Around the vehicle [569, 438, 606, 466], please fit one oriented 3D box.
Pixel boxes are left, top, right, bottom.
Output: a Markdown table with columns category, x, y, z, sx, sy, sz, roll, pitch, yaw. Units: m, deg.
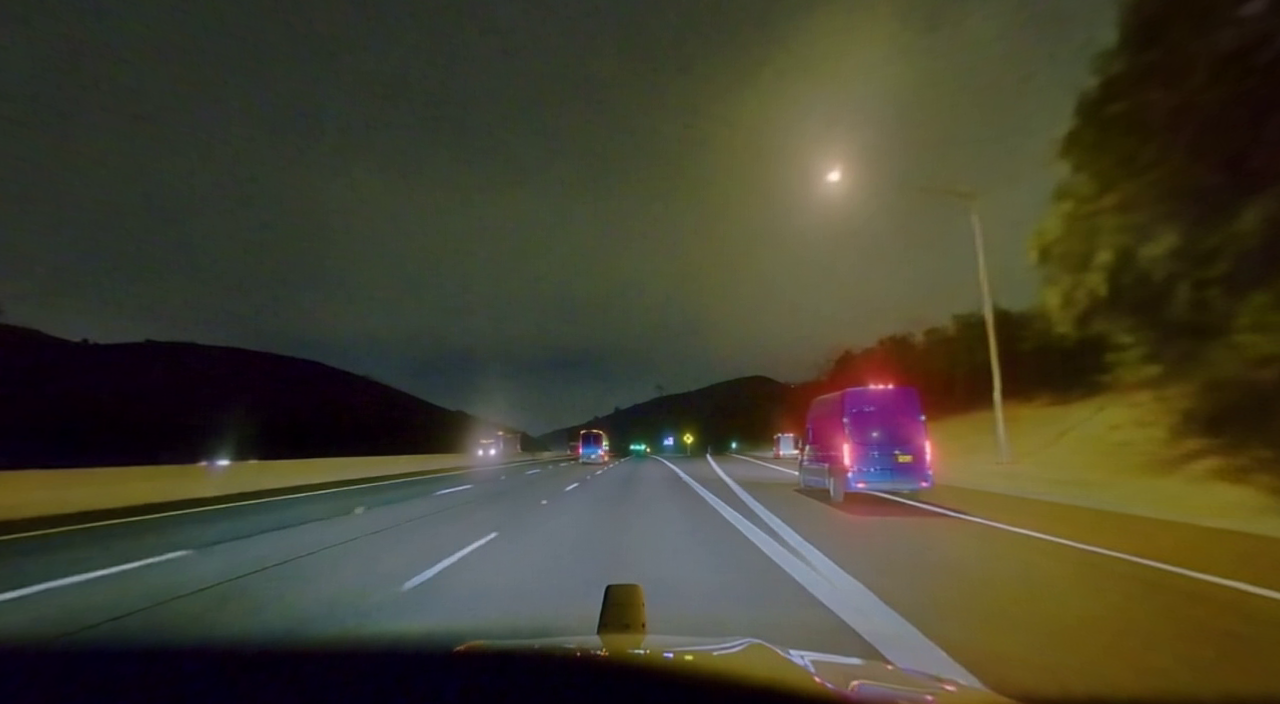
| category | x | y | z | sx | sy | sz | roll | pitch | yaw |
| --- | --- | --- | --- | --- | --- | --- | --- | --- | --- |
| vehicle | -3.611 | 7.000 | 44.027 | 2.169 | 1.849 | 4.639 | 0 | -8 | 0 |
